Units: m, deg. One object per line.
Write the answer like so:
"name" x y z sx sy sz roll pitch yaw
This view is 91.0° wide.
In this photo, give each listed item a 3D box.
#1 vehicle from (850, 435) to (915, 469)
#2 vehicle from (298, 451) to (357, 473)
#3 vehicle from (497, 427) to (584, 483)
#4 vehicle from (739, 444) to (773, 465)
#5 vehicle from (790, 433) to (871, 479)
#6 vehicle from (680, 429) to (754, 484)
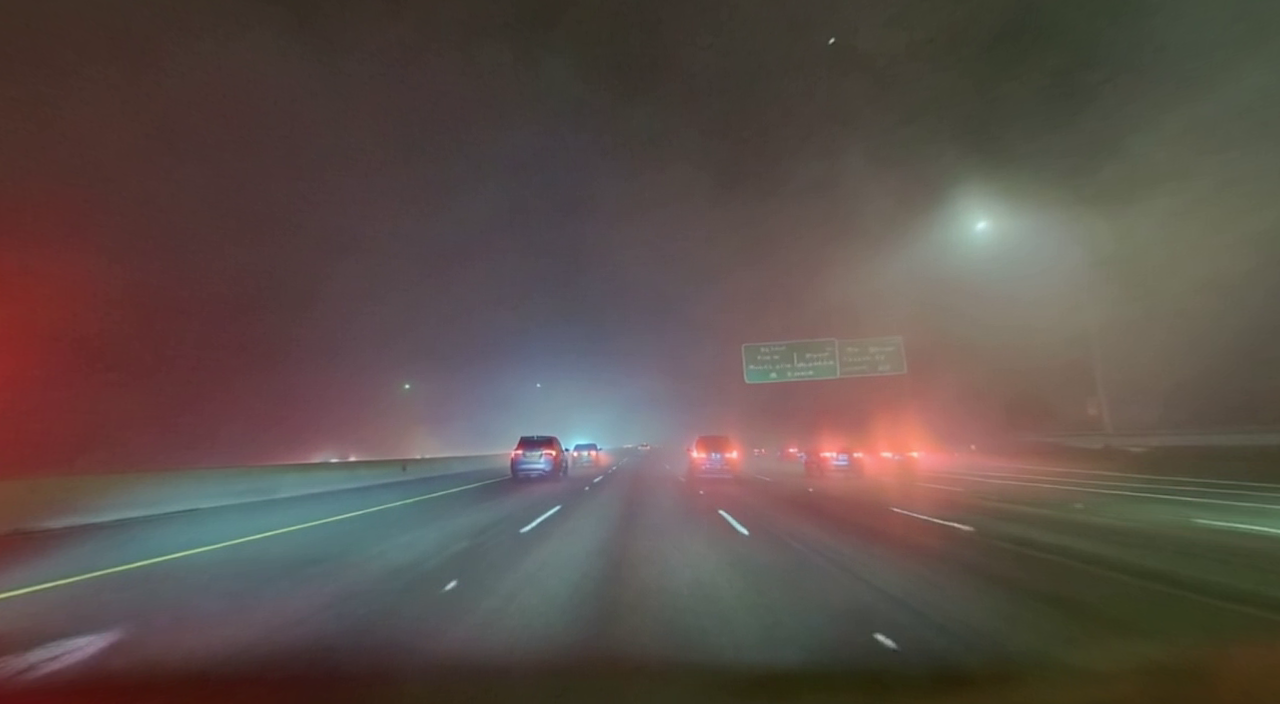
"vehicle" 13.467 5.577 35.230 2.010 1.765 4.375 0 -9 2
"vehicle" -23.708 8.345 47.960 1.968 1.518 4.676 0 -9 2
"vehicle" -3.430 3.687 22.763 2.199 1.777 4.790 0 -9 2
"vehicle" 8.558 7.576 46.784 1.815 1.479 3.892 0 -9 1
"vehicle" 7.602 4.200 25.593 2.022 1.682 4.226 0 -9 1
"vehicle" 2.554 3.589 21.853 2.181 1.728 3.970 0 -9 2
